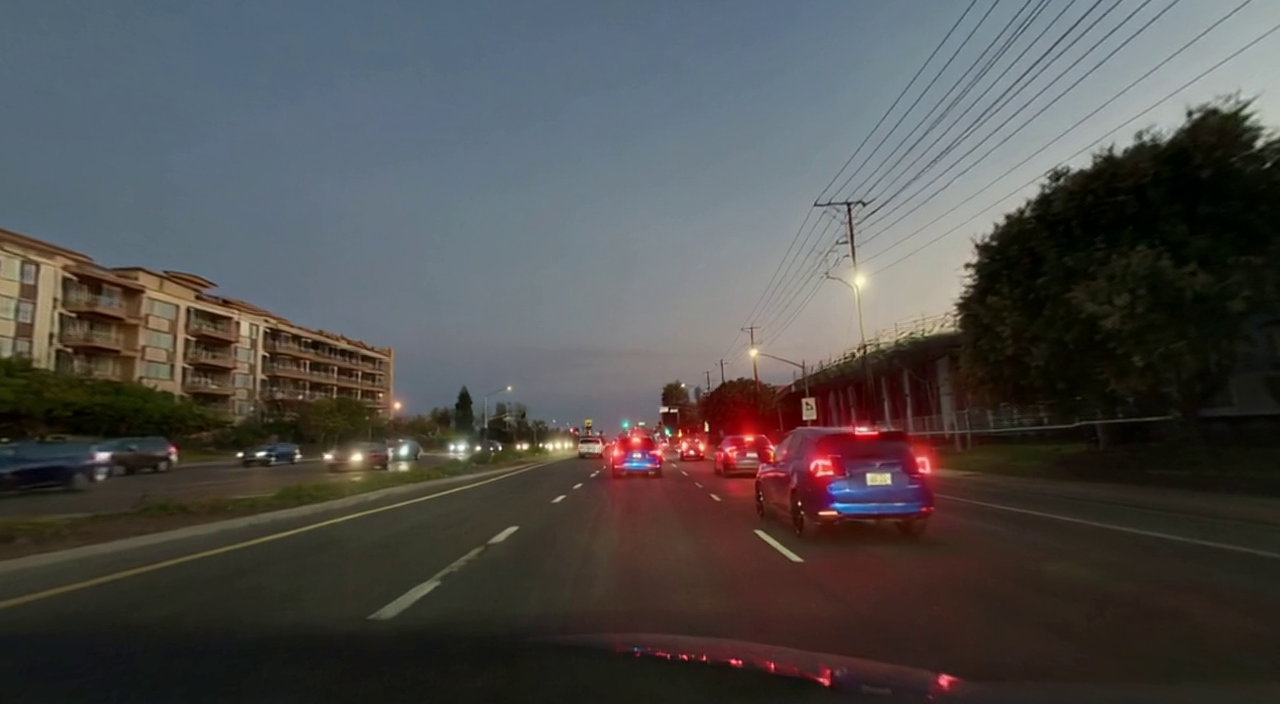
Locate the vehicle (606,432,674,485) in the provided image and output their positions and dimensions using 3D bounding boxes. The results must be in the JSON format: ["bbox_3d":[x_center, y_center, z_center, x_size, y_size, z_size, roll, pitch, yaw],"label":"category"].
[{"bbox_3d":[-0.018,3.560,21.393,2.073,1.606,3.933,0,-9,0],"label":"vehicle"}]

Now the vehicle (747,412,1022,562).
[{"bbox_3d":[3.149,1.863,9.496,2.123,1.657,4.719,0,-9,-2],"label":"vehicle"}]

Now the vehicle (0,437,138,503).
[{"bbox_3d":[-16.831,3.218,17.592,1.944,1.624,4.561,0,-9,0],"label":"vehicle"}]

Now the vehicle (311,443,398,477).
[{"bbox_3d":[-13.244,5.035,29.653,1.932,1.455,4.485,-1,-9,0],"label":"vehicle"}]

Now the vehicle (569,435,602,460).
[{"bbox_3d":[-4.137,7.356,48.660,2.104,1.773,4.338,0,-9,0],"label":"vehicle"}]

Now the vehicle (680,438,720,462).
[{"bbox_3d":[3.760,6.263,40.425,2.054,1.461,4.321,0,-9,-1],"label":"vehicle"}]

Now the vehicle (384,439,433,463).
[{"bbox_3d":[-17.026,7.339,46.780,1.905,1.634,4.617,0,-9,-1],"label":"vehicle"}]

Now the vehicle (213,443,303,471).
[{"bbox_3d":[-22.712,6.249,37.870,2.154,1.568,5.081,-1,-9,1],"label":"vehicle"}]
